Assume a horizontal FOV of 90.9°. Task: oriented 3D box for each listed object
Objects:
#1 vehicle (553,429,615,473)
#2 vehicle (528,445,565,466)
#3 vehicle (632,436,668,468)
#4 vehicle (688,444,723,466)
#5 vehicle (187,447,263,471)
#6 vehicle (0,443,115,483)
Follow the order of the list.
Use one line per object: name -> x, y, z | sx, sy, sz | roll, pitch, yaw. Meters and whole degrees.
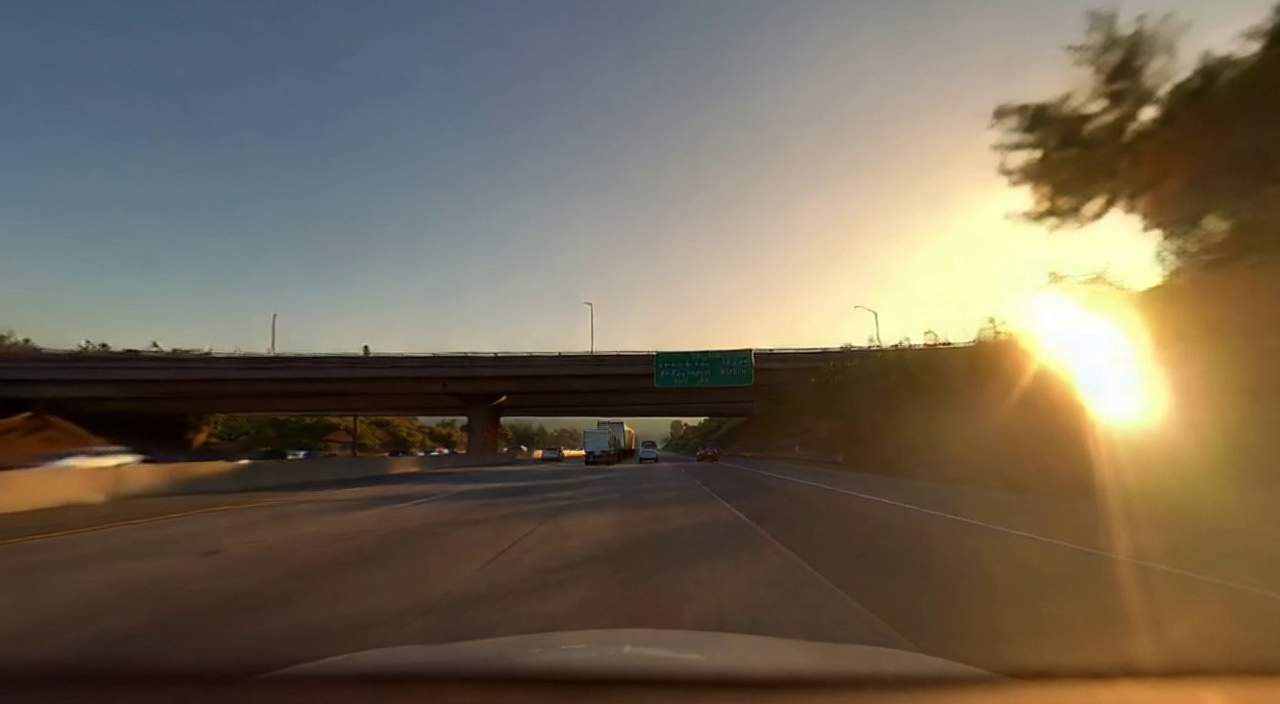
vehicle -> -3.427, 6.700, 43.425 | 2.854, 2.379, 16.653 | -1, -8, 0
vehicle -> -6.902, 7.684, 47.015 | 1.965, 1.437, 4.592 | -1, -8, 2
vehicle -> 0.630, 6.780, 43.084 | 2.309, 2.023, 5.130 | 0, -8, 0
vehicle -> 4.677, 7.376, 45.485 | 1.993, 1.474, 4.230 | 0, -8, -1
vehicle -> -28.077, 7.235, 42.855 | 1.908, 1.468, 4.683 | 0, -8, 1
vehicle -> -24.433, 4.494, 25.962 | 1.860, 1.486, 4.350 | 0, -8, 0
